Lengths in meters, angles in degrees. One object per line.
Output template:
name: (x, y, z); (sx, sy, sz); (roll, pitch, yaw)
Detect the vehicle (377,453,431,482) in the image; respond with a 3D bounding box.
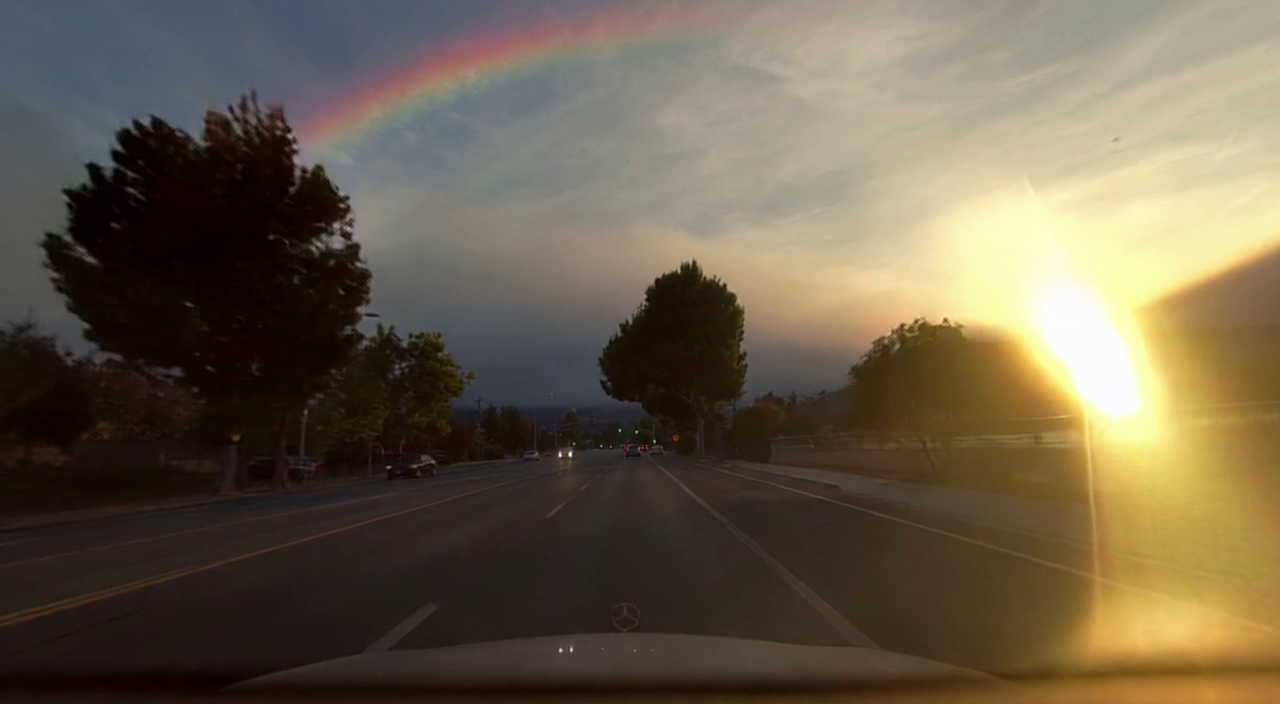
vehicle: (-14.745, 7.169, 39.630); (1.896, 1.486, 4.285); (-4, -8, -2)

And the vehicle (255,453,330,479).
vehicle: (-21.509, 7.049, 39.365); (1.916, 1.482, 4.789); (0, -9, 1)
